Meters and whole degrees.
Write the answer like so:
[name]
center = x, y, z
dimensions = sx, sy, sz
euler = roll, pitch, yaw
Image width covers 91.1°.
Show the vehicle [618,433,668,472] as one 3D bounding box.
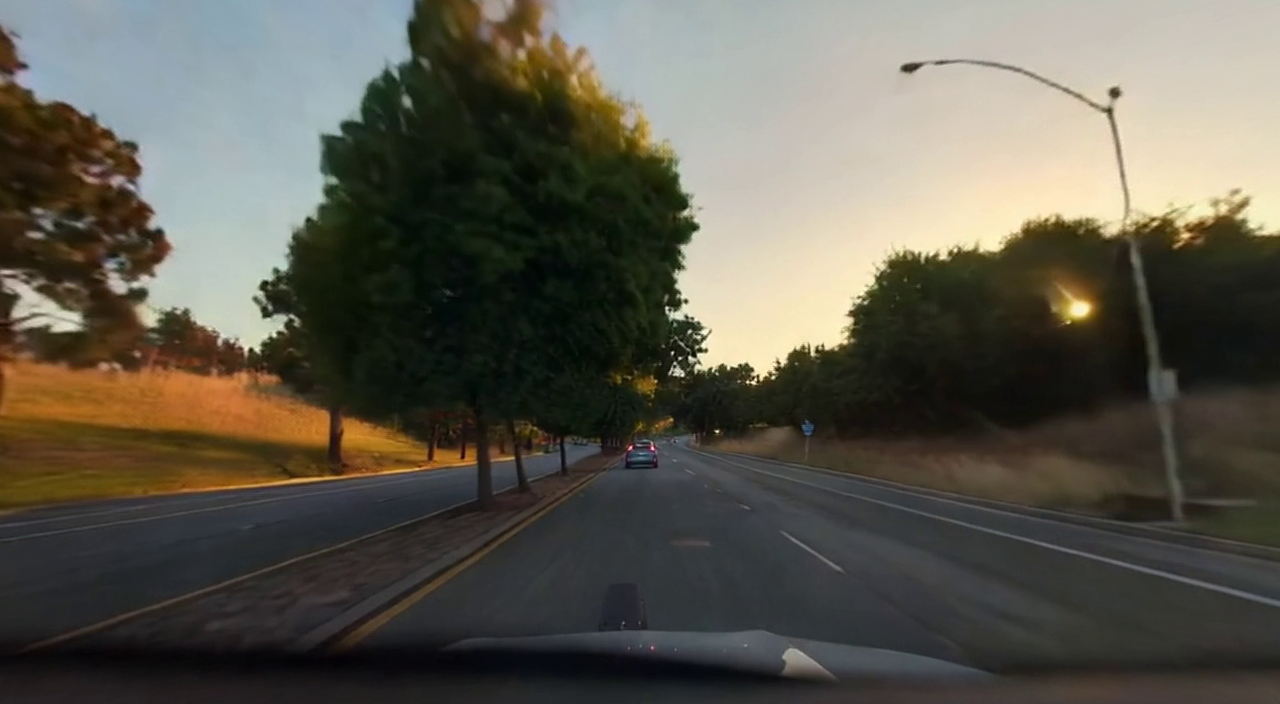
[vehicle]
center = 0.146, 4.865, 30.546
dimensions = 2.256, 1.734, 4.176
euler = 0, -9, 1
